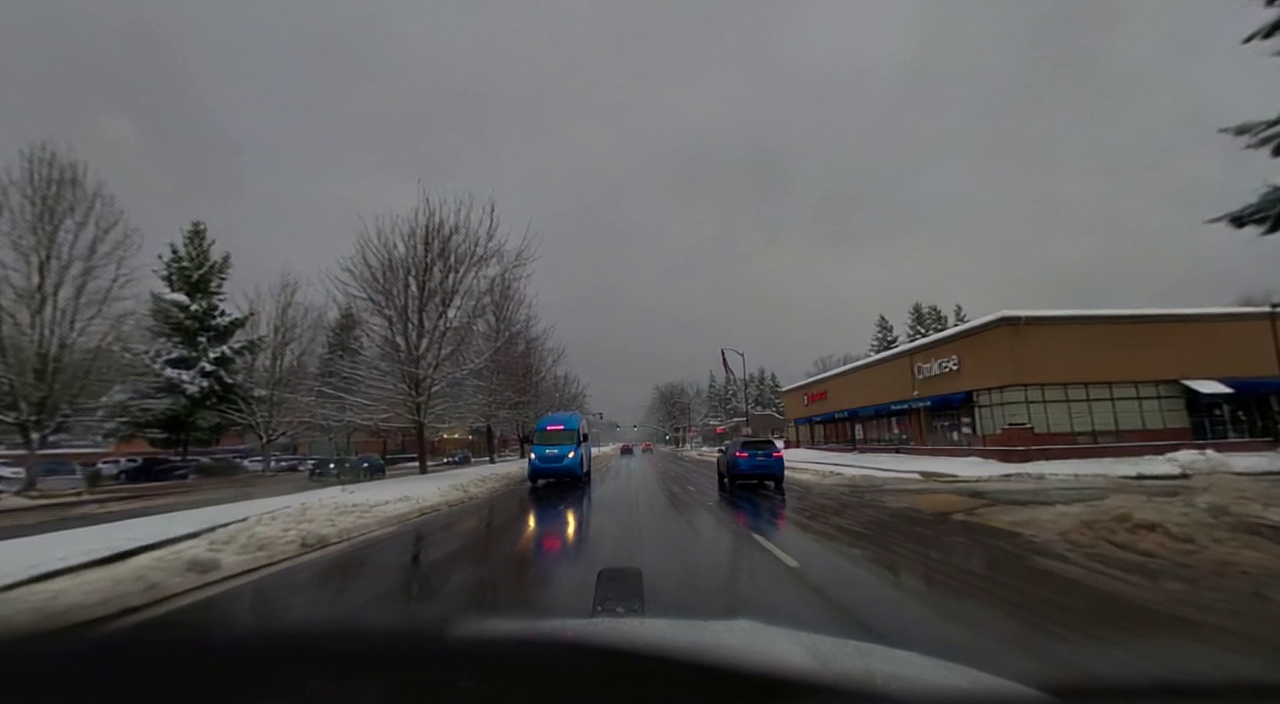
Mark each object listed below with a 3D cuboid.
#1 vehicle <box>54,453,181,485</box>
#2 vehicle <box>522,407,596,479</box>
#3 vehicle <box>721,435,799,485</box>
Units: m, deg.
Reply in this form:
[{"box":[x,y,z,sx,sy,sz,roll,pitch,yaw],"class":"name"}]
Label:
[{"box":[-31.915,7.149,38.881,5.692,1.725,2.144,5,-10,-33],"class":"vehicle"},{"box":[-3.354,3.973,27.610,2.443,2.784,5.862,0,-9,0],"class":"vehicle"},{"box":[4.207,3.871,22.909,1.869,1.646,4.166,0,-9,-2],"class":"vehicle"}]
